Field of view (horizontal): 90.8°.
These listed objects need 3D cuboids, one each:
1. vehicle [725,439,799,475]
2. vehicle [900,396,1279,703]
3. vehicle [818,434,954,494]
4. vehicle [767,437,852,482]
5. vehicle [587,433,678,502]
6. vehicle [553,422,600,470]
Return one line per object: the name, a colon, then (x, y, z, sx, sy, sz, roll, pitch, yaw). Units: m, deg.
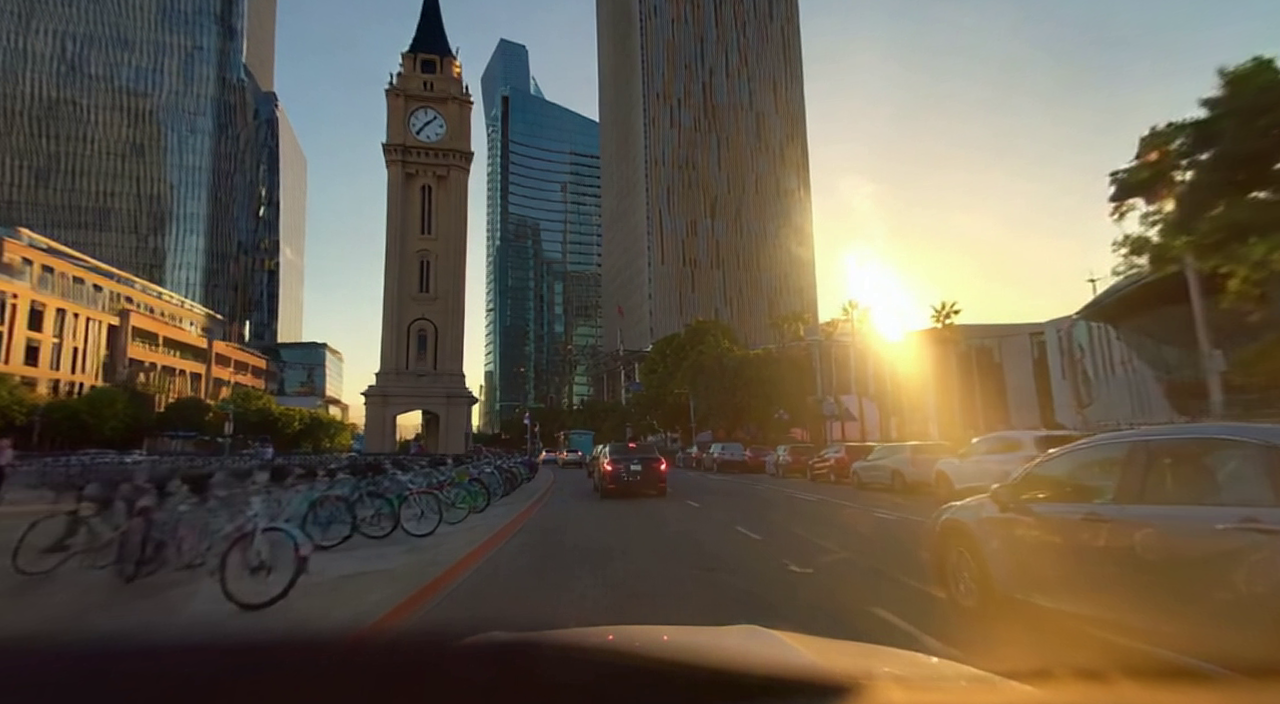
vehicle: (6.003, 5.252, 31.857, 1.945, 1.623, 5.013, 1, -9, -10)
vehicle: (3.627, 1.083, 3.564, 2.116, 1.500, 4.702, 0, -9, -3)
vehicle: (7.514, 3.471, 19.919, 2.067, 1.641, 4.569, 1, -9, -5)
vehicle: (6.881, 4.414, 26.200, 1.860, 1.684, 4.211, 1, -9, -8)
vehicle: (-0.324, 3.063, 17.131, 2.111, 1.605, 3.832, 1, -9, -6)
vehicle: (-4.216, 6.143, 41.312, 2.400, 2.872, 6.053, 1, -9, -12)
